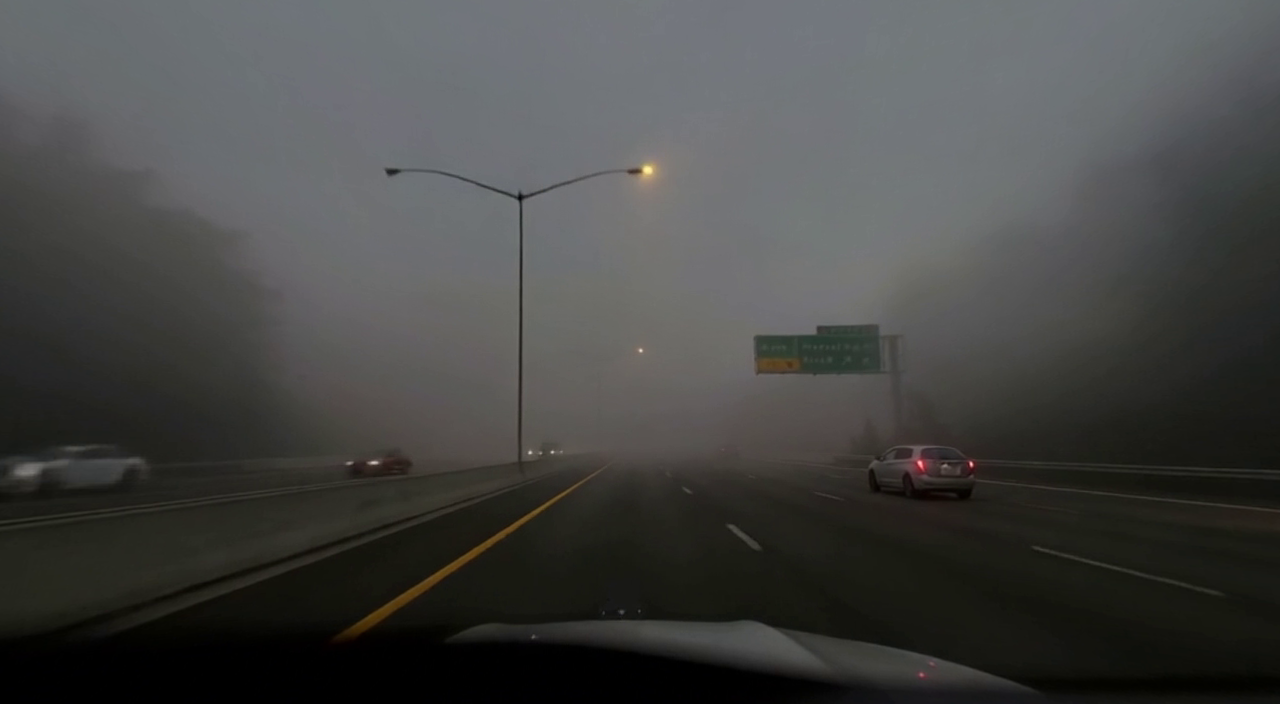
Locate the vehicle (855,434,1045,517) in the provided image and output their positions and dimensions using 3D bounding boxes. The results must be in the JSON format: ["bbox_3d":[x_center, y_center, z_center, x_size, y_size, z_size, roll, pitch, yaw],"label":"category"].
[{"bbox_3d":[6.723,2.714,14.442,1.901,1.548,4.684,0,-9,-1],"label":"vehicle"}]

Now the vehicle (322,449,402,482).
[{"bbox_3d":[-13.972,5.720,32.101,2.010,1.519,4.460,0,-9,1],"label":"vehicle"}]

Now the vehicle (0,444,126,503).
[{"bbox_3d":[-21.098,4.132,21.861,2.056,1.840,5.342,0,-9,0],"label":"vehicle"}]
